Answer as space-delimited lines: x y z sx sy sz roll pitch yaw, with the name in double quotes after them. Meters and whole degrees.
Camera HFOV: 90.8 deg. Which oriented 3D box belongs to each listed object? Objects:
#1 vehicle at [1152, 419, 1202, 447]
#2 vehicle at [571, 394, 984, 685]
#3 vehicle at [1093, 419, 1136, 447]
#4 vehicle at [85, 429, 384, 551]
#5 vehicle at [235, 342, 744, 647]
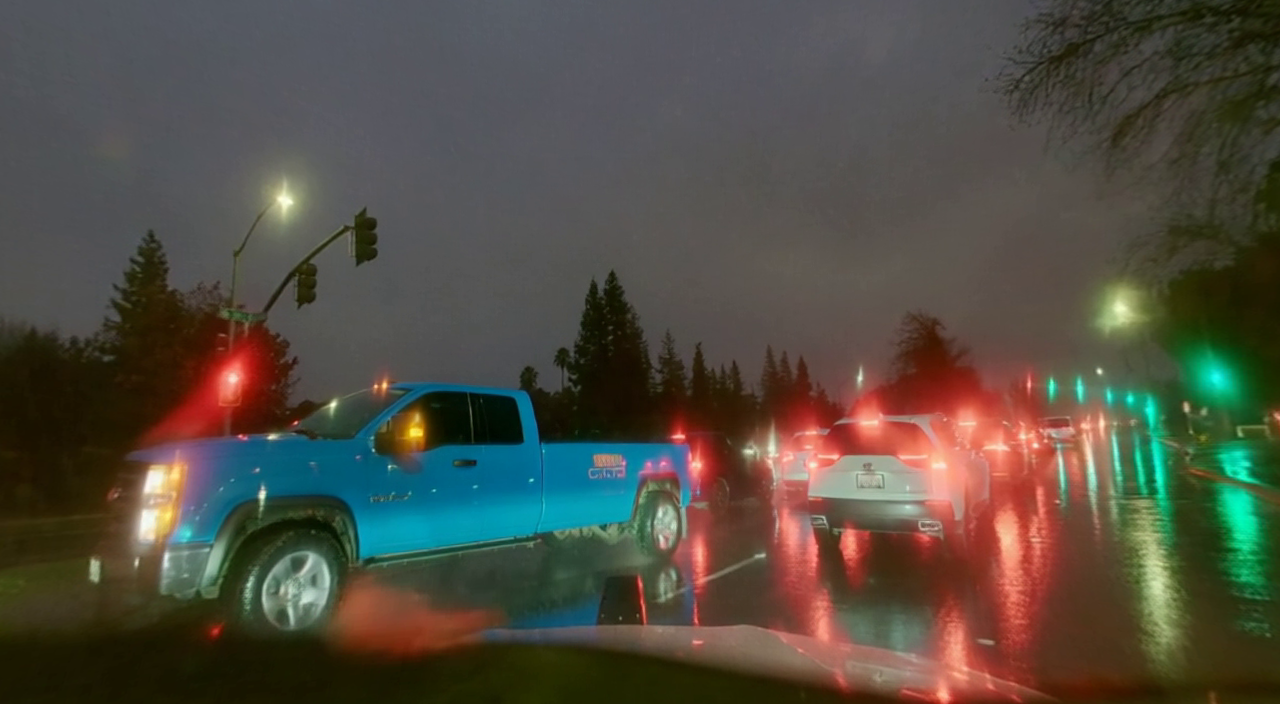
35.771 5.473 42.188 2.183 1.714 4.491 -7 -11 37 "vehicle"
1.720 1.375 5.988 2.027 1.549 4.801 -6 -10 35 "vehicle"
32.809 5.671 43.715 2.160 1.790 4.303 -6 -10 35 "vehicle"
-8.280 2.747 13.449 2.174 2.057 4.738 -6 -10 33 "vehicle"
-0.875 1.401 7.470 2.272 2.016 6.146 -5 -10 27 "vehicle"
